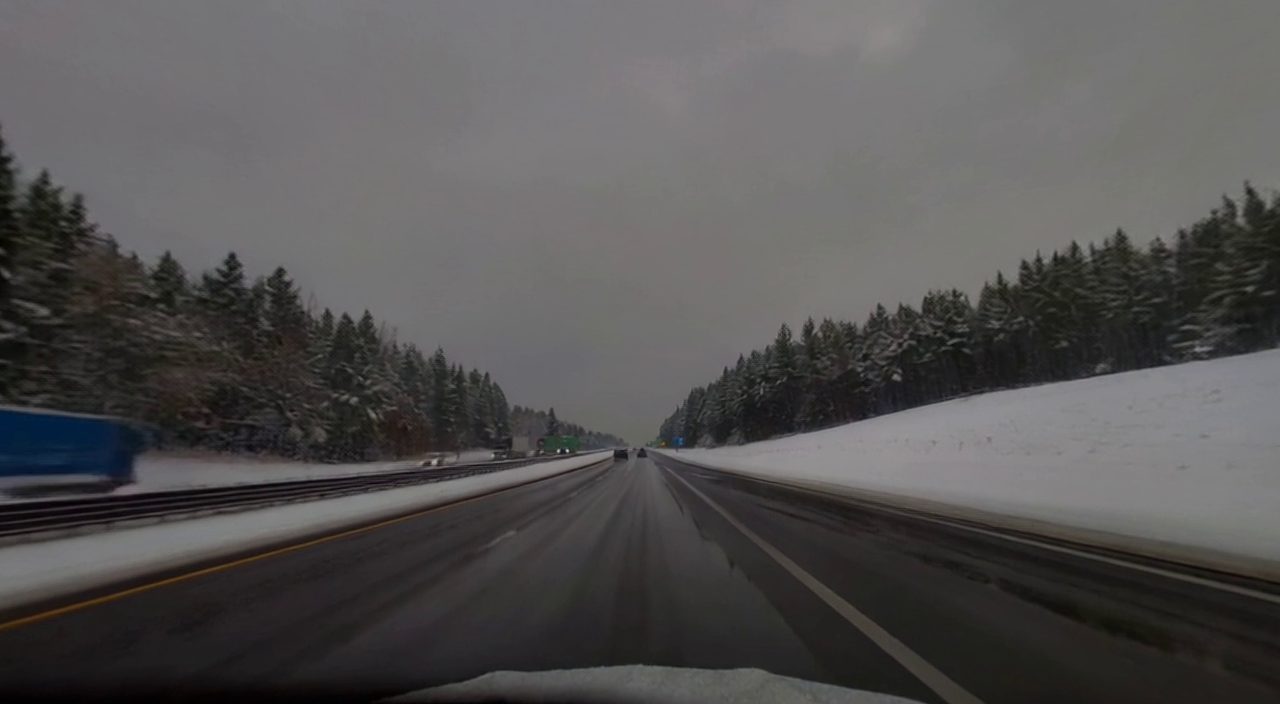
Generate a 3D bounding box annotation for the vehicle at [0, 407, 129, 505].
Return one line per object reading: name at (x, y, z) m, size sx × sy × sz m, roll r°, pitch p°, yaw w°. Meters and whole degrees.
vehicle at (-22.605, 3.485, 21.067) m, size 2.851 × 3.200 × 9.549 m, roll 0°, pitch -9°, yaw 1°
